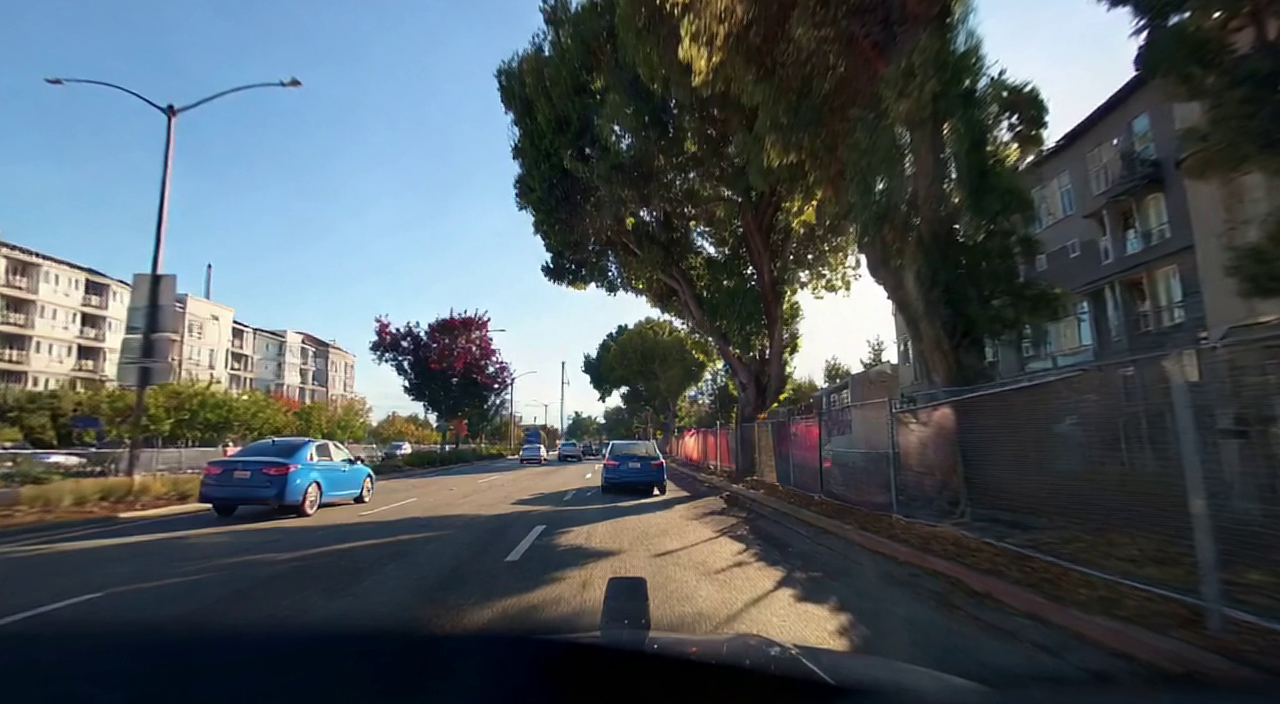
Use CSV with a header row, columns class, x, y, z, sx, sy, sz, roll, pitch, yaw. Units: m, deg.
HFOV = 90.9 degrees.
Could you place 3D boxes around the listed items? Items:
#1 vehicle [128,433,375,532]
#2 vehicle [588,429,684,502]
class,x,y,z,sx,sy,sz,roll,pitch,yaw
vehicle,-6.871,2.314,11.875,1.877,1.479,4.430,0,-8,-1
vehicle,-0.203,2.927,16.685,2.227,1.654,4.091,0,-8,-3
